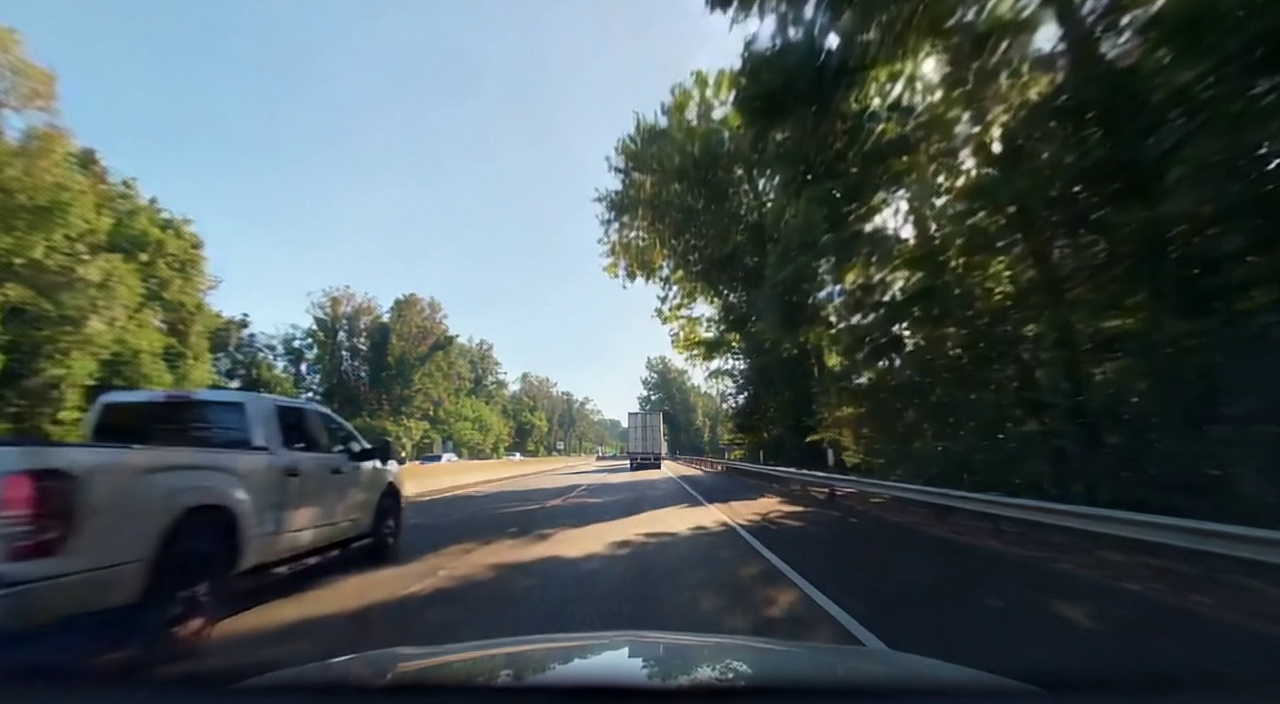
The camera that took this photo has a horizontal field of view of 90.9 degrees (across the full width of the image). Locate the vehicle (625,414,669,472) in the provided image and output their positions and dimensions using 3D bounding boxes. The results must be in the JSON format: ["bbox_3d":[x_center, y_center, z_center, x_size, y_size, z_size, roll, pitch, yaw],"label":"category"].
[{"bbox_3d":[0.535,7.026,48.399,3.024,3.965,10.399,0,-9,1],"label":"vehicle"}]

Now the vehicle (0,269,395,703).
[{"bbox_3d":[-4.000,0.955,4.377,2.283,2.156,5.546,0,-9,1],"label":"vehicle"}]
